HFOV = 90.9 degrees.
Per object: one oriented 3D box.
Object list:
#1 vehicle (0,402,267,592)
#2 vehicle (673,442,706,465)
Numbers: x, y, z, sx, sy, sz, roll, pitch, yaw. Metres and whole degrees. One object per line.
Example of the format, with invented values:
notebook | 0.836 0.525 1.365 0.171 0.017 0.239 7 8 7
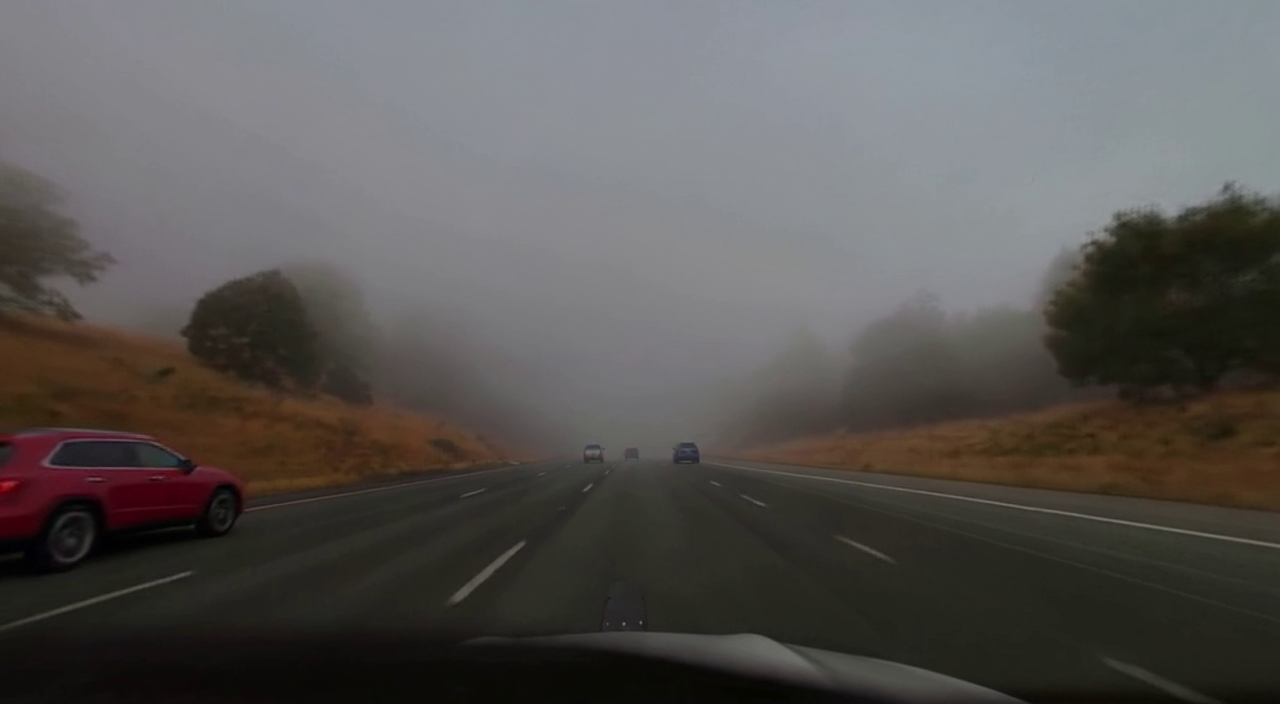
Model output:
vehicle | -7.139 1.602 7.543 2.285 1.759 4.968 0 -8 0
vehicle | 3.771 7.829 48.799 1.995 1.712 4.206 0 -8 -3
